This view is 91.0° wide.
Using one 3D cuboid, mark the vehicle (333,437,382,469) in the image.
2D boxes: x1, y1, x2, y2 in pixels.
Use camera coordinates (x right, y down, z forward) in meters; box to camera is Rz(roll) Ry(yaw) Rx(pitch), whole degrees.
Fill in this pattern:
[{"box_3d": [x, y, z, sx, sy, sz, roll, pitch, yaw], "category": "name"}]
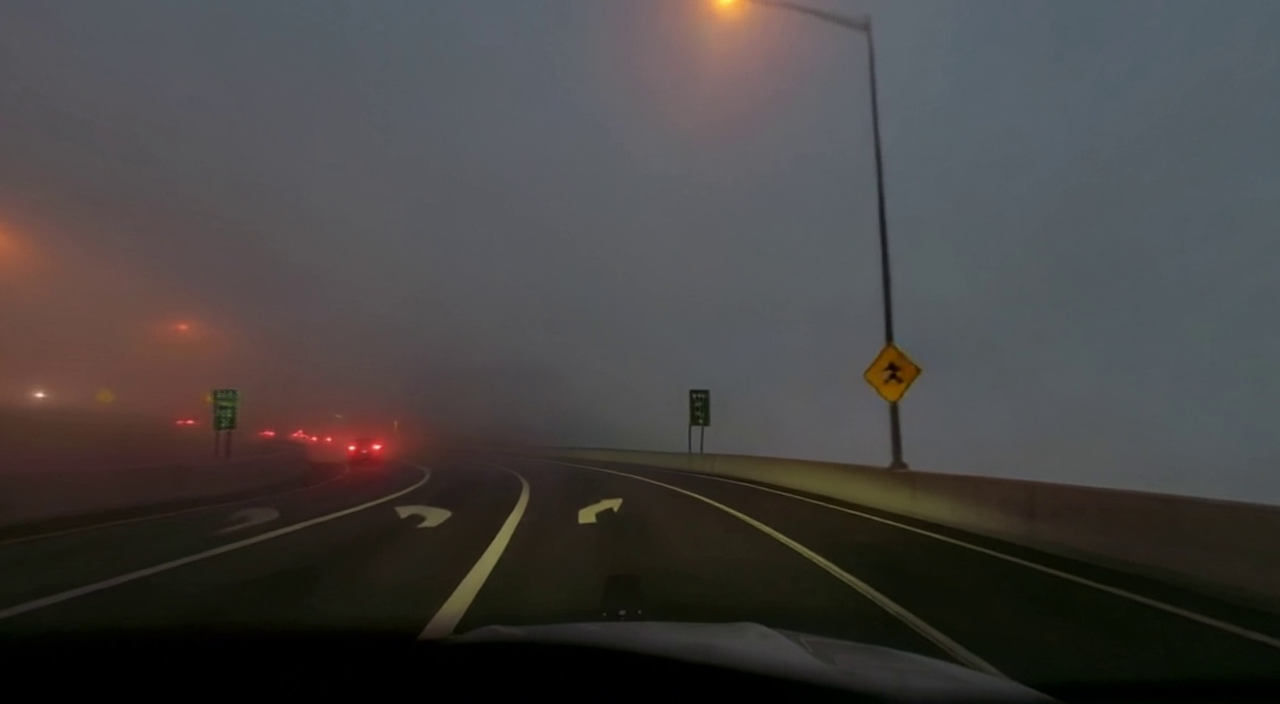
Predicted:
[{"box_3d": [-15.497, 5.482, 34.392, 2.234, 1.588, 4.484, 4, -10, -26], "category": "vehicle"}]
